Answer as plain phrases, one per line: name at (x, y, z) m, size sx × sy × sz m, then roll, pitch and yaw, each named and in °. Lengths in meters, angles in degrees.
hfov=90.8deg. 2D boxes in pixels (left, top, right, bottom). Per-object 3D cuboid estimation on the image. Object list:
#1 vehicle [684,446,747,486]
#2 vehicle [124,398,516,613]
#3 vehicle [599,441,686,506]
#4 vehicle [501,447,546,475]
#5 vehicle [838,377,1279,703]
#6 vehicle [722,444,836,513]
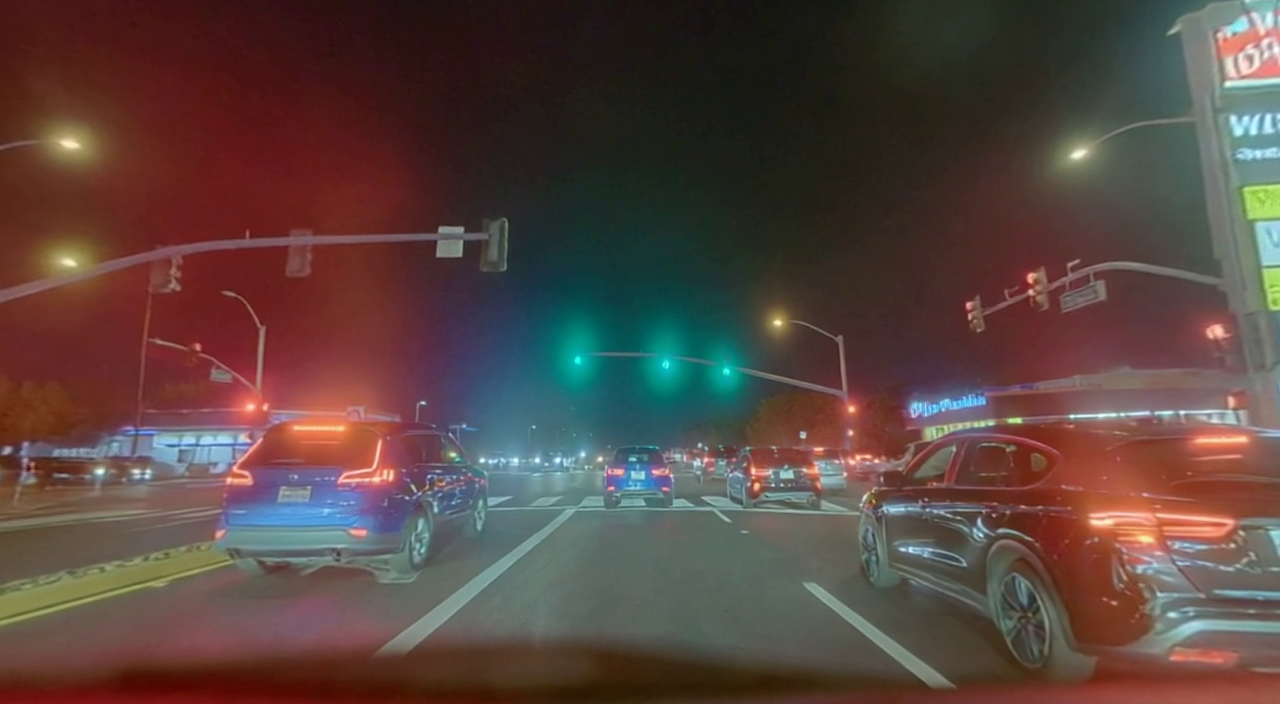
vehicle at (3.095, 4.778, 26.879) m, size 2.099 × 1.553 × 4.279 m, roll 0°, pitch -9°, yaw -1°
vehicle at (-3.228, 1.679, 7.878) m, size 2.257 × 1.823 × 4.777 m, roll -1°, pitch -9°, yaw 2°
vehicle at (0.037, 3.295, 17.505) m, size 2.154 × 1.577 × 3.723 m, roll 0°, pitch -9°, yaw -1°
vehicle at (-7.908, 7.422, 43.380) m, size 2.293 × 1.777 × 4.497 m, roll 0°, pitch -9°, yaw 0°
vehicle at (3.289, 1.259, 4.910) m, size 2.075 × 1.661 × 4.401 m, roll 0°, pitch -9°, yaw 0°
vehicle at (3.321, 3.084, 15.953) m, size 1.865 × 1.496 × 4.170 m, roll 0°, pitch -9°, yaw -1°
